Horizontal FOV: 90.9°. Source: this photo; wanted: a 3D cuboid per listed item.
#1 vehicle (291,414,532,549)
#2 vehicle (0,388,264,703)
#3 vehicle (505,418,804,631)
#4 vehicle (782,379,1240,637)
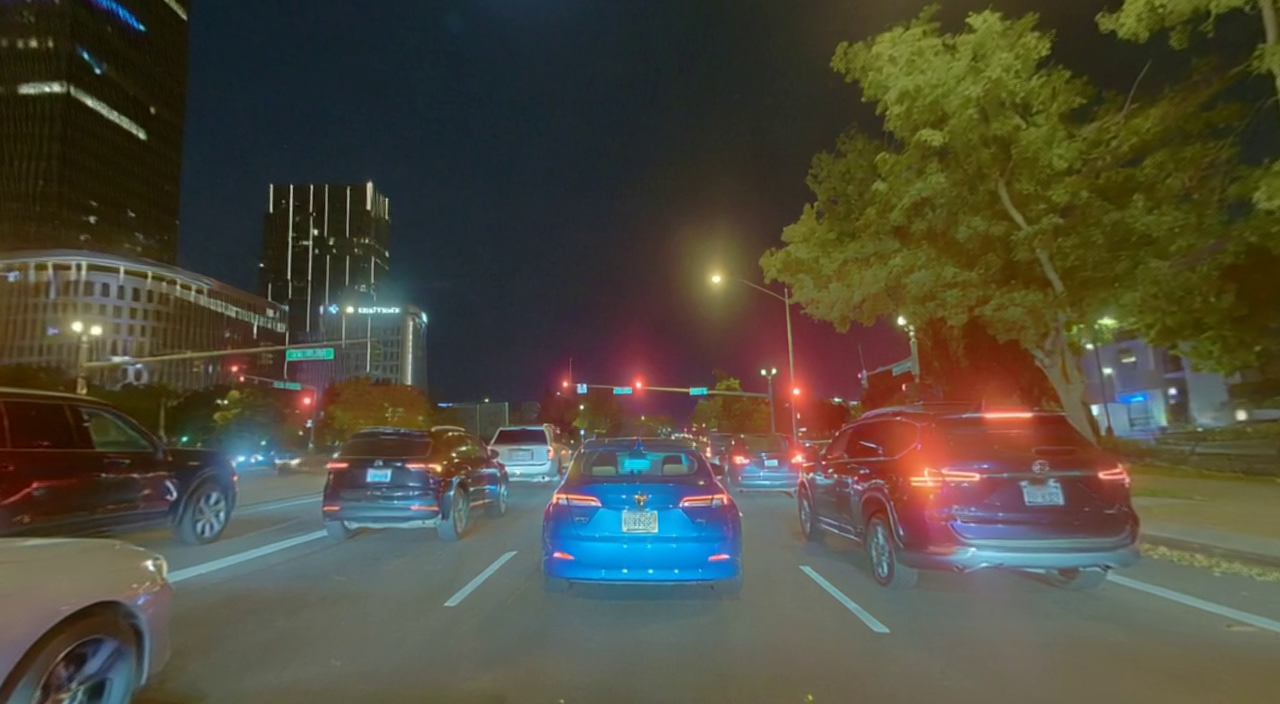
[{"bbox_3d":[-3.345,2.016,10.463,2.168,1.719,4.561,-1,-8,2],"label":"vehicle"},{"bbox_3d":[-3.378,0.770,1.401,2.144,1.505,4.635,-1,-8,1],"label":"vehicle"},{"bbox_3d":[0.091,1.536,6.587,2.147,1.507,3.953,0,-8,0],"label":"vehicle"},{"bbox_3d":[3.095,1.404,6.650,2.108,1.785,4.334,0,-8,-1],"label":"vehicle"}]
